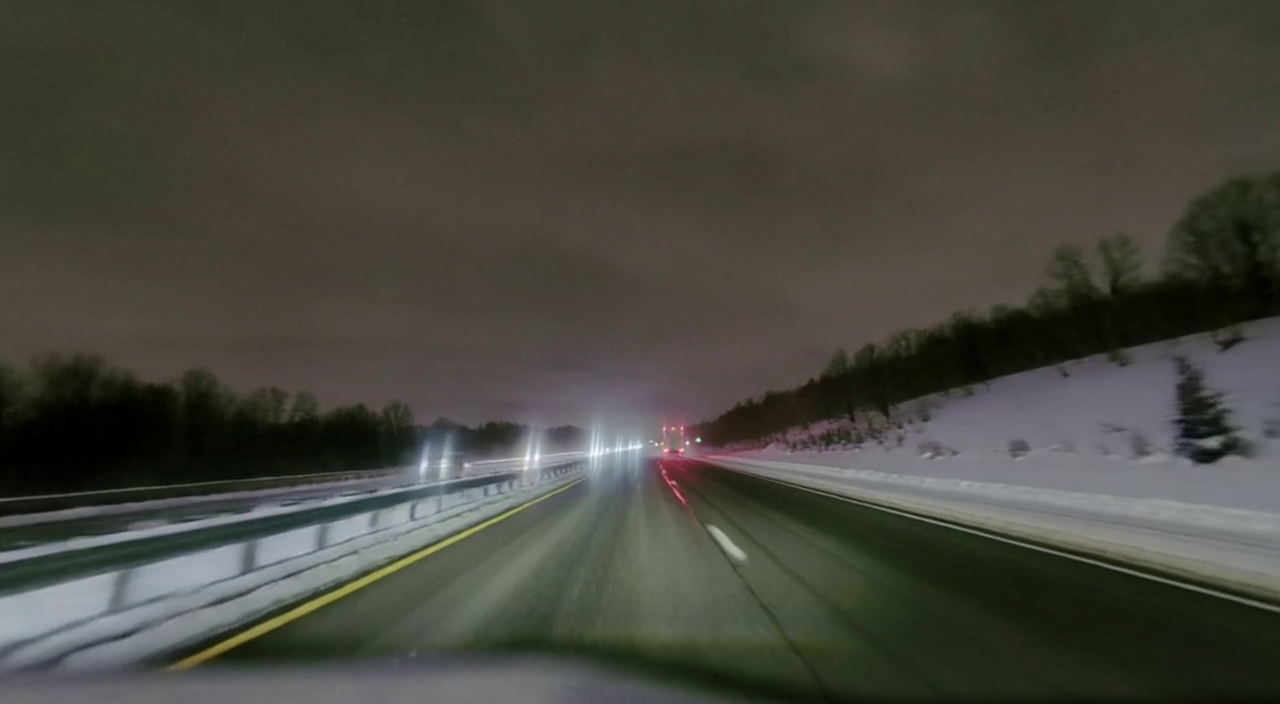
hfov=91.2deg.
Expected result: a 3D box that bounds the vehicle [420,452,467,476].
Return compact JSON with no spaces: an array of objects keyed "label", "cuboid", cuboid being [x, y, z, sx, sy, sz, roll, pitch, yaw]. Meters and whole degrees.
[{"label":"vehicle","cuboid":[-13.465,7.711,43.195,1.831,1.524,4.137,-1,-9,1]}]
